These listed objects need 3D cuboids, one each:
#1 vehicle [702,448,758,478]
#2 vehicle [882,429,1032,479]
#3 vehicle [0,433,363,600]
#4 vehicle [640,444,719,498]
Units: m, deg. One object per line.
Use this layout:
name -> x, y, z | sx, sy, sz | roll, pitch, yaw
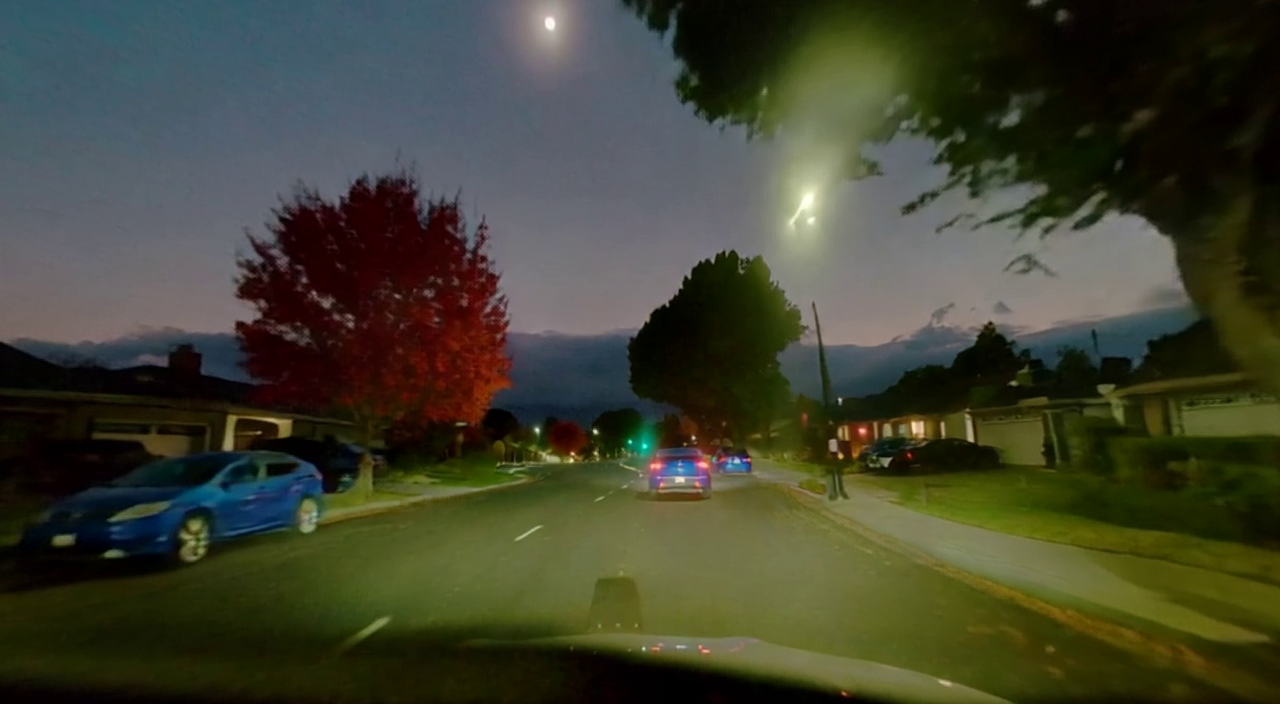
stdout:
vehicle -> 4.671, 5.825, 33.514 | 2.089, 1.462, 4.529 | 0, -8, -3
vehicle -> 11.921, 3.837, 23.966 | 4.524, 1.587, 2.064 | -2, -8, -4
vehicle -> -6.565, 2.146, 9.409 | 2.641, 1.747, 4.738 | -3, -7, 2
vehicle -> 1.119, 3.586, 19.533 | 2.192, 1.474, 4.192 | 0, -8, 1
